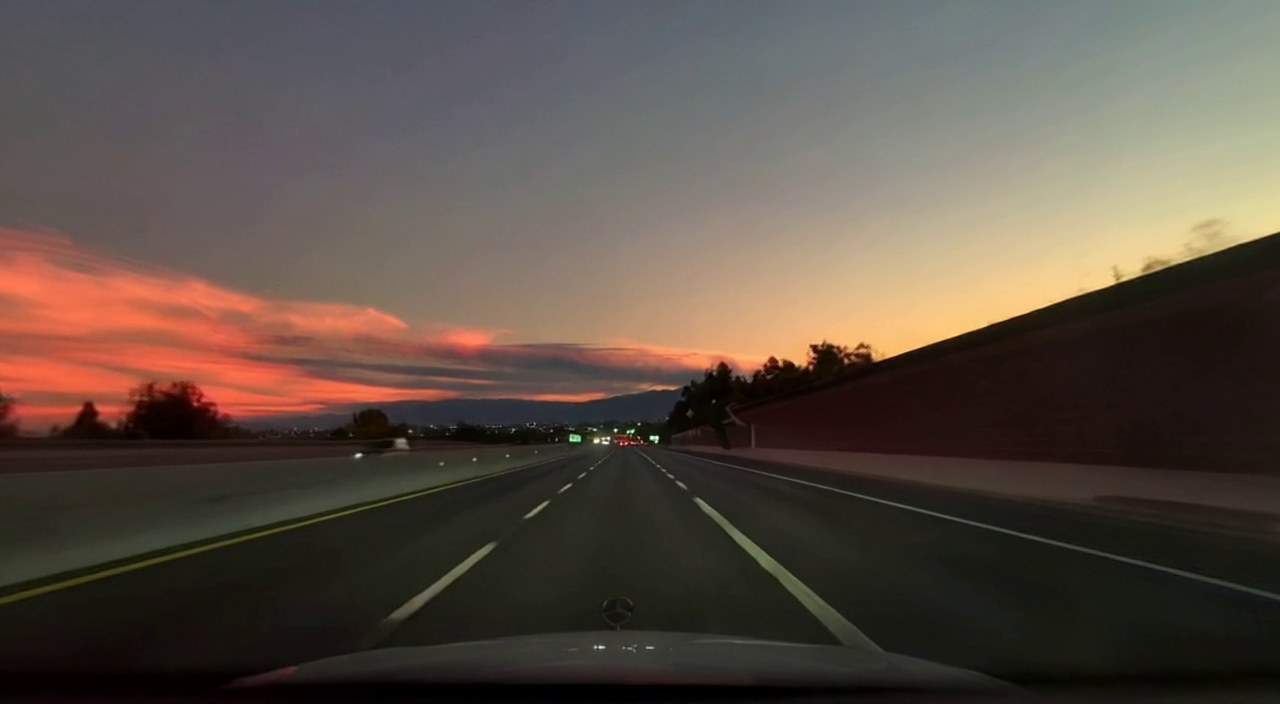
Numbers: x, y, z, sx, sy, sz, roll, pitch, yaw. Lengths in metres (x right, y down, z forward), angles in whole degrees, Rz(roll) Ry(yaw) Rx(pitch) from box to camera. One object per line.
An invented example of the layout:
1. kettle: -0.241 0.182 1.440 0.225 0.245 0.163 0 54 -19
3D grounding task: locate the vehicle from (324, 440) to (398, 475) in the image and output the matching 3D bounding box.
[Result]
1. vehicle: -16.254 6.134 36.956 2.071 1.855 4.813 0 -8 1
